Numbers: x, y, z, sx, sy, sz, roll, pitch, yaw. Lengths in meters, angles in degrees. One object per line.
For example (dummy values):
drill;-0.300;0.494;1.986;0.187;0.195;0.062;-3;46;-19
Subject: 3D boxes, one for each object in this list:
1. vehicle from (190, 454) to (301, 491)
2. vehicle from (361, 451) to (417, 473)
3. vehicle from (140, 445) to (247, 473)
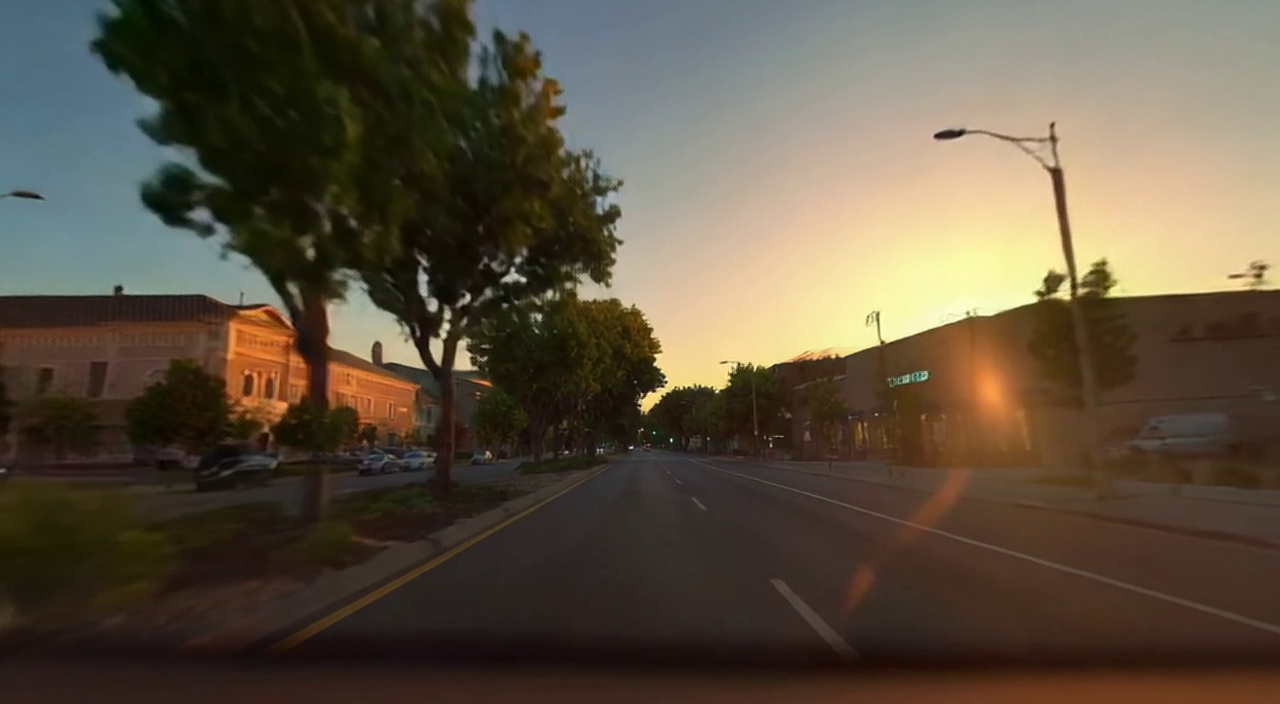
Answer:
vehicle;-18.906;5.776;30.413;2.121;1.567;5.042;0;-9;0
vehicle;-18.692;8.188;47.039;2.034;1.562;4.828;-1;-9;3
vehicle;-26.519;6.361;37.460;4.727;1.611;1.960;1;-9;-7
